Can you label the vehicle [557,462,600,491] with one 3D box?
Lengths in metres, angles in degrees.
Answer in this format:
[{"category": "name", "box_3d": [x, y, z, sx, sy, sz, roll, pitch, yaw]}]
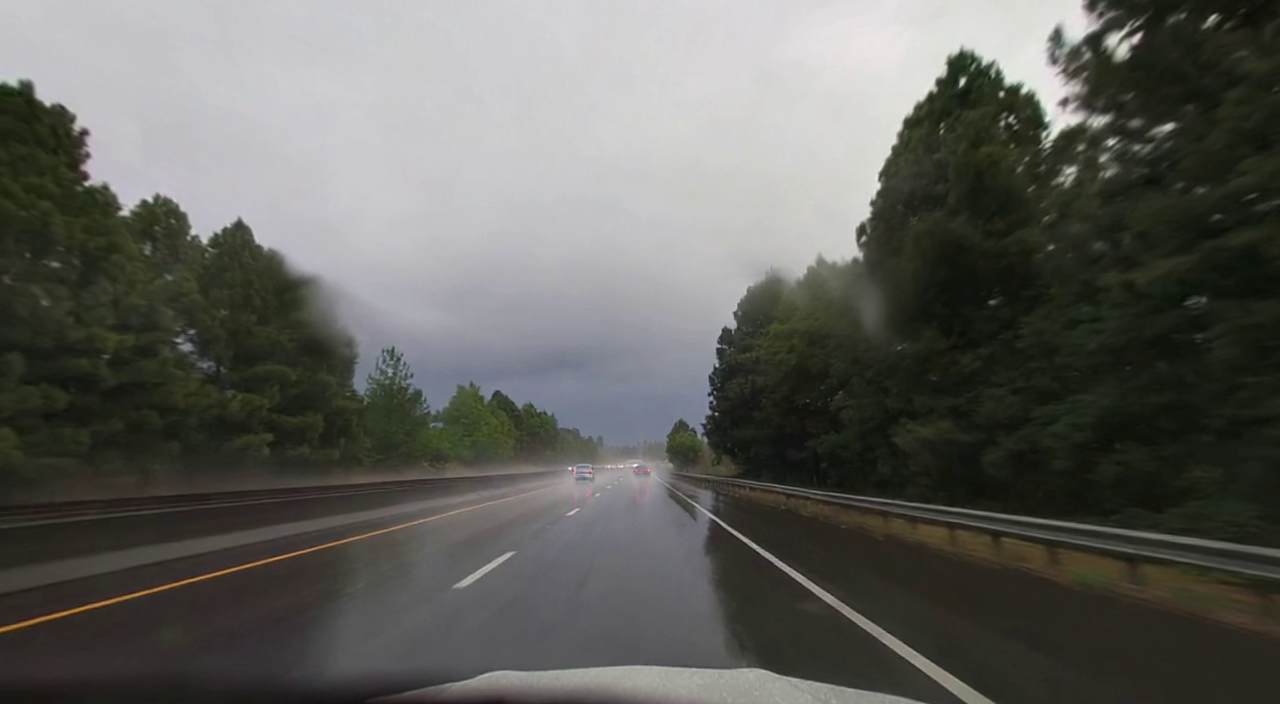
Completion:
[{"category": "vehicle", "box_3d": [-3.559, 7.355, 37.304, 2.109, 1.532, 4.234, 1, -11, 0]}]
